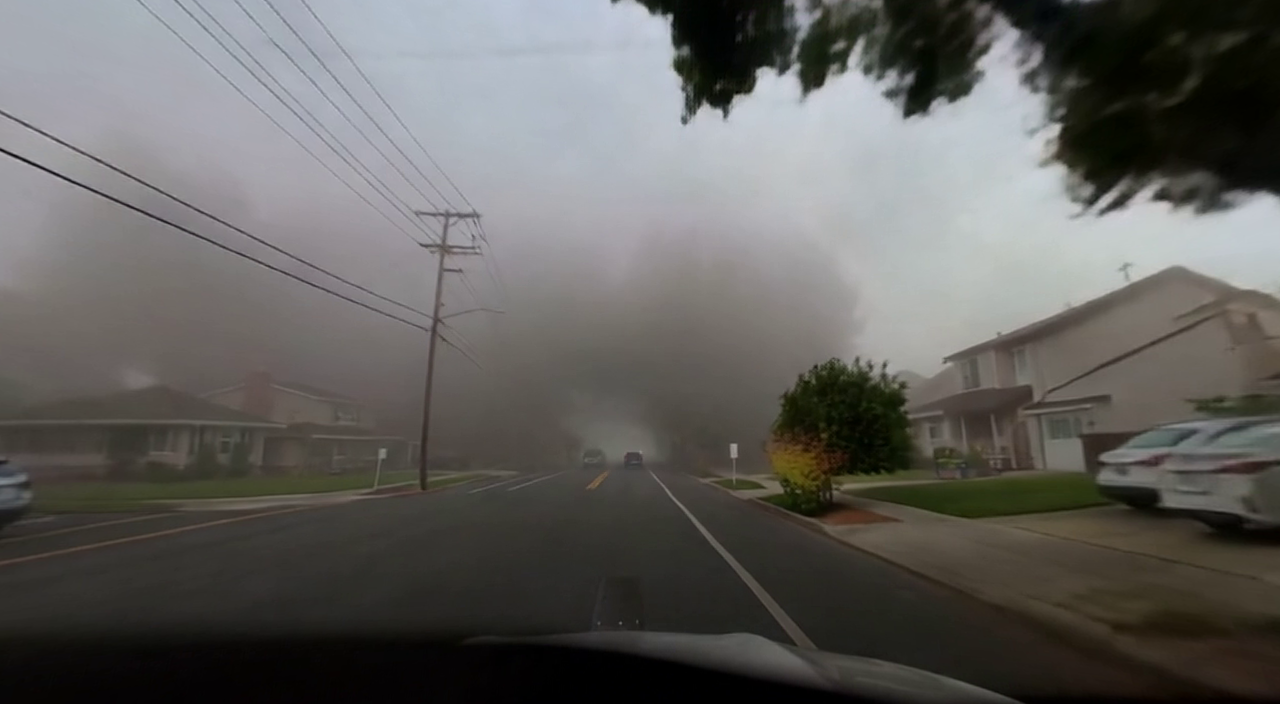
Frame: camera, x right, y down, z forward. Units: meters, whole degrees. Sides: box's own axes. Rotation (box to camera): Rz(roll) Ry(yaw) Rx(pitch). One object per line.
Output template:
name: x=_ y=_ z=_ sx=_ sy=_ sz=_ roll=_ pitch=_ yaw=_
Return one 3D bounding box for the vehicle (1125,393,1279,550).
vehicle: x=9.205 y=1.383 z=7.496 sx=4.953 sy=1.704 sz=1.952 roll=-2 pitch=-9 yaw=13

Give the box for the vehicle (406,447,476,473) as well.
vehicle: x=-14.886 y=8.101 z=47.497 sx=4.662 sy=1.832 sz=2.063 roll=1 pitch=-9 yaw=-5
